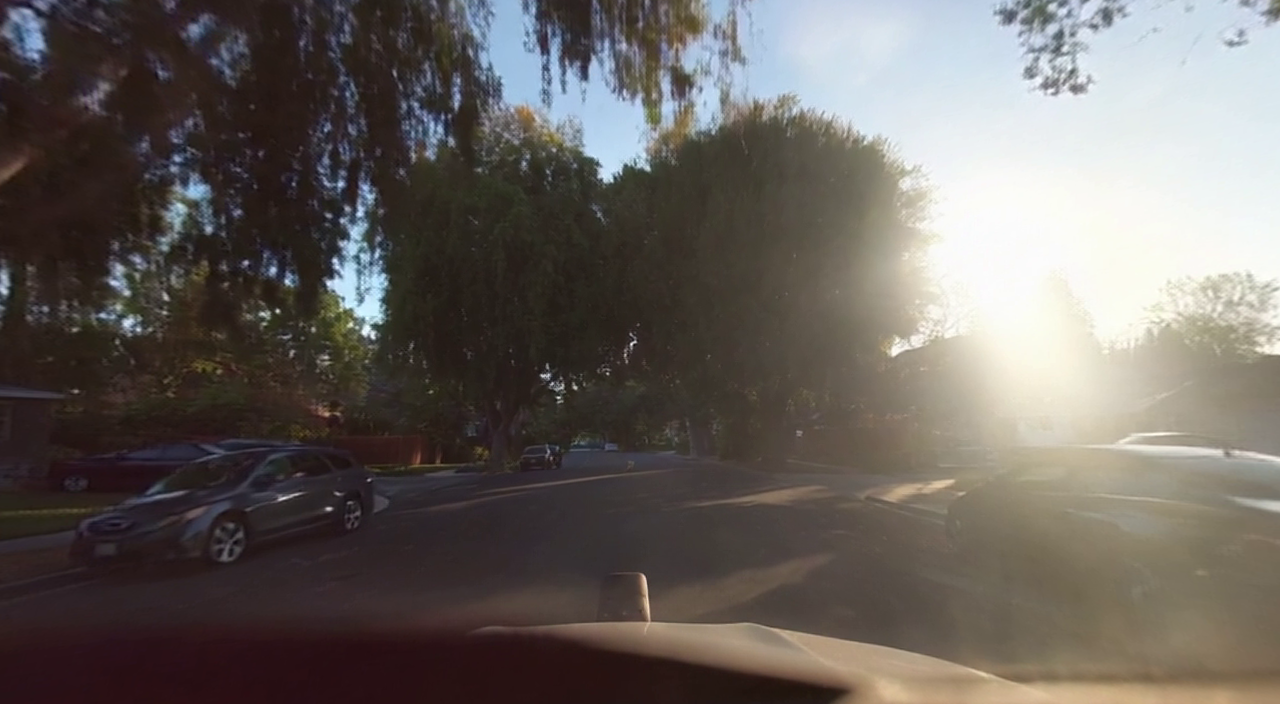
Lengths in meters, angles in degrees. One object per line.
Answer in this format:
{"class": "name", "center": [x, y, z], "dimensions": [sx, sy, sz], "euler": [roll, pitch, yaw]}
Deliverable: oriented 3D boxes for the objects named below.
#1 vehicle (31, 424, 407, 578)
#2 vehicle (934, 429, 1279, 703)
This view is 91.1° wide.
{"class": "vehicle", "center": [-5.365, 1.999, 9.029], "dimensions": [1.943, 1.433, 4.717], "euler": [-6, -11, 4]}
{"class": "vehicle", "center": [4.434, 1.408, 5.306], "dimensions": [1.931, 1.395, 4.793], "euler": [1, -8, 5]}
